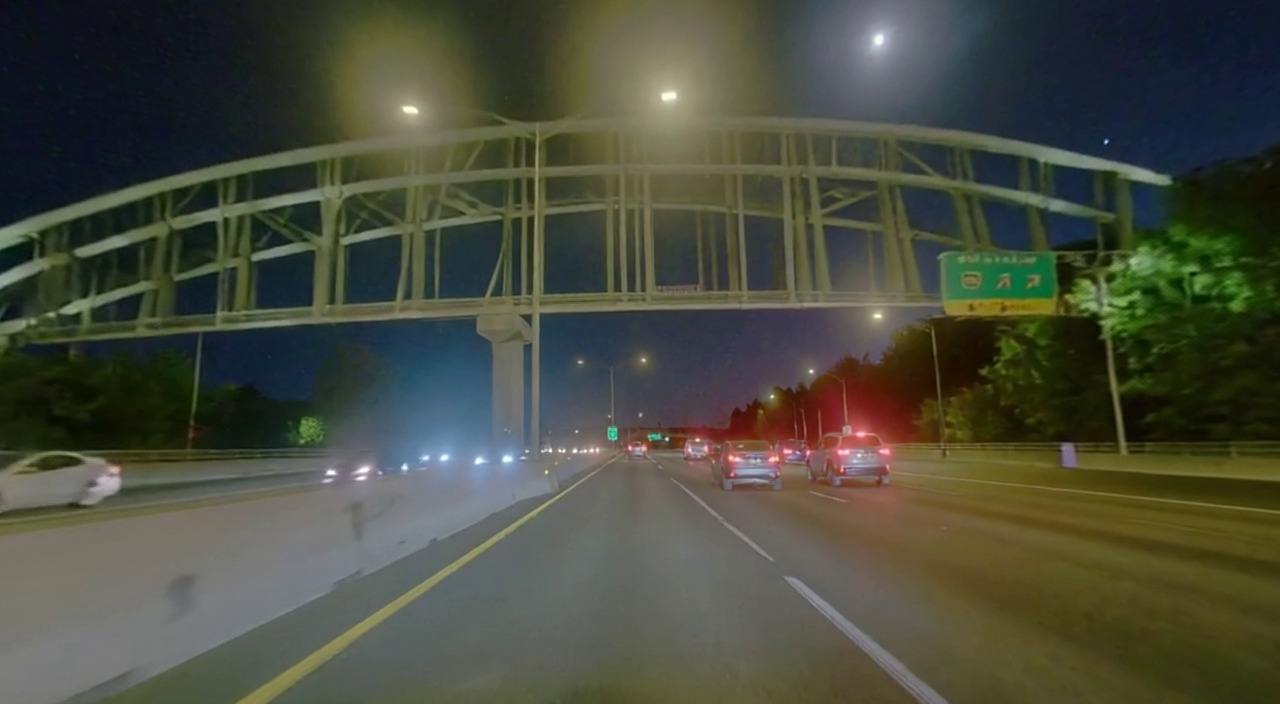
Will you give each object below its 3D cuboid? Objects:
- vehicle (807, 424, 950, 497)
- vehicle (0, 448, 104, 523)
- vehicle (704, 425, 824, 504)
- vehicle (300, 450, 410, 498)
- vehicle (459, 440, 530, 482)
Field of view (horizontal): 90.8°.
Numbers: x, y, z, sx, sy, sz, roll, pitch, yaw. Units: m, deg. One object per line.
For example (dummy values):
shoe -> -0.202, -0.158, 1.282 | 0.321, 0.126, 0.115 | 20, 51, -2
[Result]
vehicle -> 6.581, 3.065, 18.200 | 2.040, 1.801, 4.959 | 0, -9, -2
vehicle -> -16.833, 3.372, 16.095 | 2.130, 1.820, 4.796 | 0, -9, -1
vehicle -> 2.934, 2.779, 15.988 | 2.059, 1.711, 4.302 | 0, -9, -1
vehicle -> -9.716, 4.164, 21.978 | 1.828, 1.437, 4.329 | 0, -9, 0
vehicle -> -6.110, 4.598, 26.993 | 2.019, 1.633, 4.367 | 0, -9, -1
